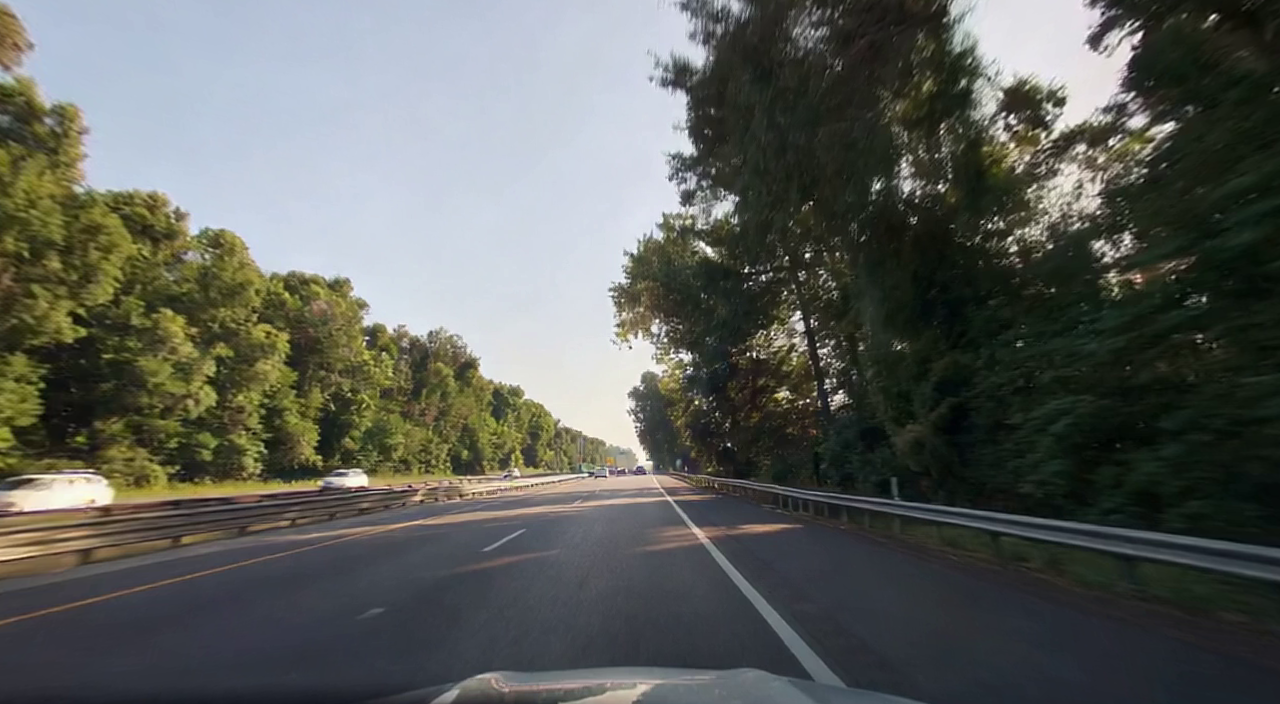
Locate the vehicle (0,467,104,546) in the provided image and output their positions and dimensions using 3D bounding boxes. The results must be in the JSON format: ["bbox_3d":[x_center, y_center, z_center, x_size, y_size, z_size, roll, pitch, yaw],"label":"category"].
[{"bbox_3d":[-13.039,2.949,12.102,1.889,1.450,4.008,1,-10,0],"label":"vehicle"}]

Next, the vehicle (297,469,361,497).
[{"bbox_3d":[-17.389,7.335,35.428,1.706,1.438,3.555,1,-10,0],"label":"vehicle"}]
